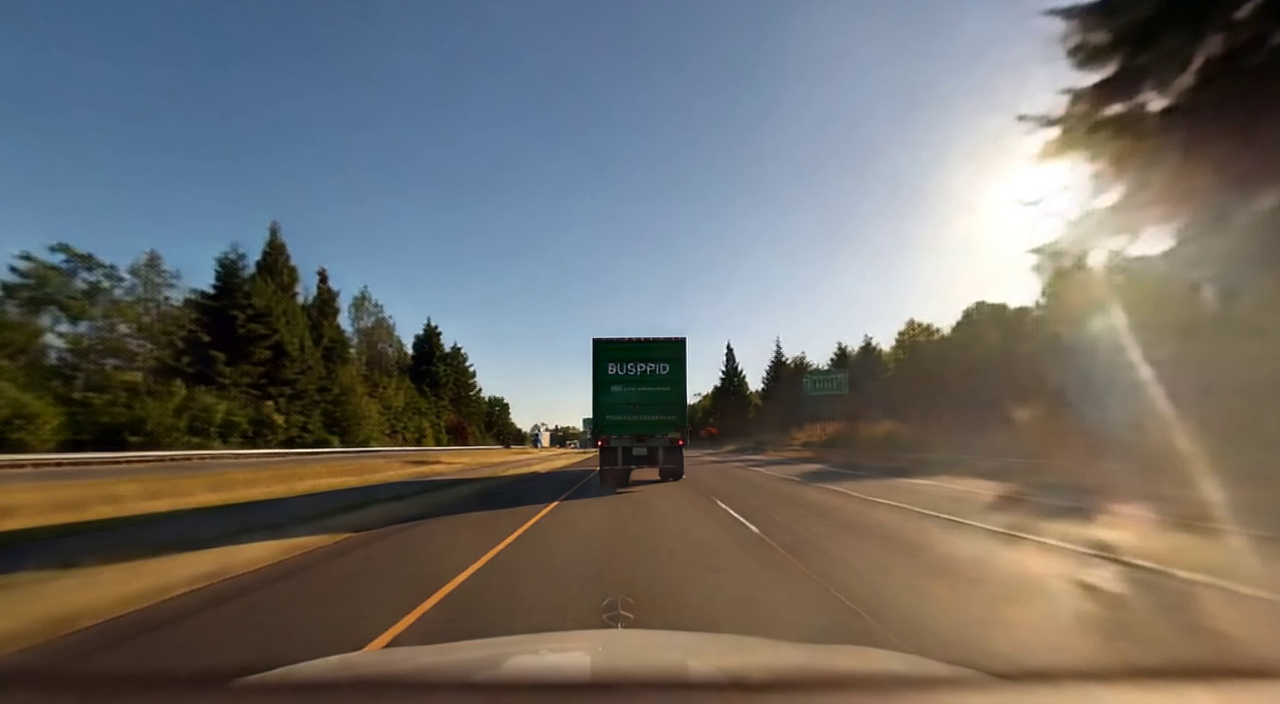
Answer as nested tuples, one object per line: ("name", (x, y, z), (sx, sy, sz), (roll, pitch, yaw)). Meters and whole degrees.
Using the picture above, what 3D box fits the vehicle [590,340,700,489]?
("vehicle", (0.094, 2.216, 20.914), (2.870, 3.911, 8.697), (0, -8, 0))
